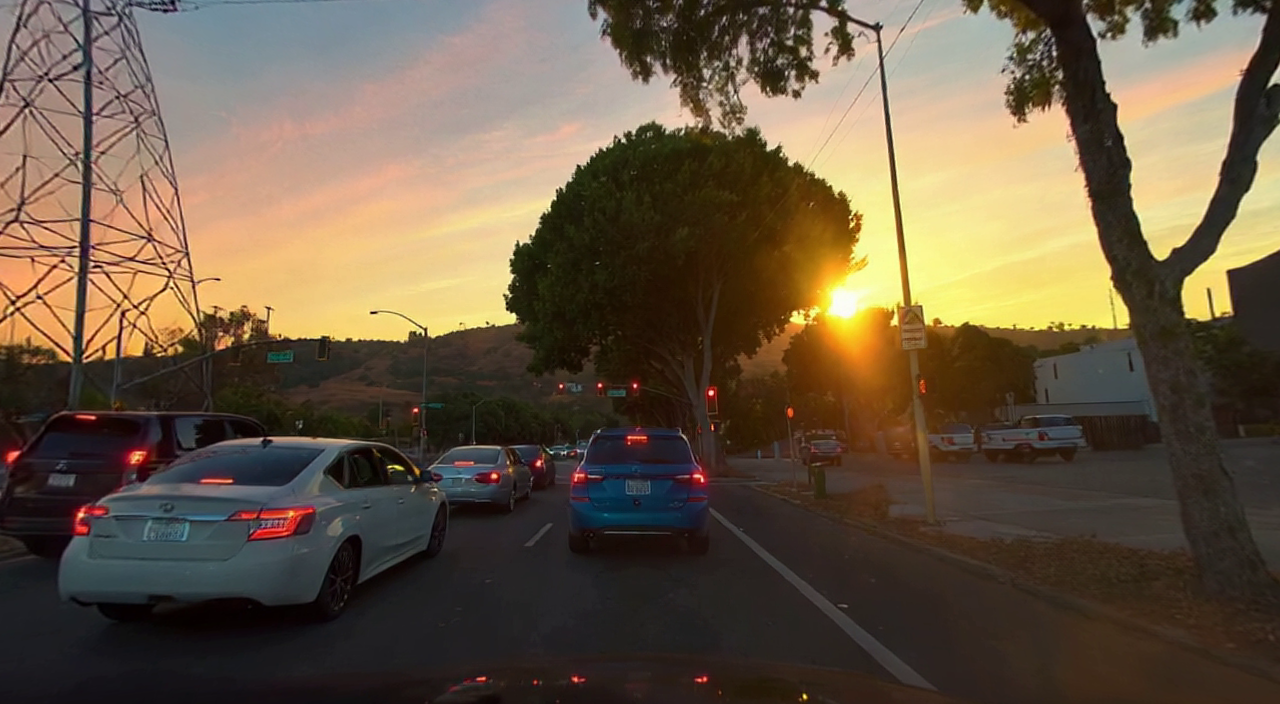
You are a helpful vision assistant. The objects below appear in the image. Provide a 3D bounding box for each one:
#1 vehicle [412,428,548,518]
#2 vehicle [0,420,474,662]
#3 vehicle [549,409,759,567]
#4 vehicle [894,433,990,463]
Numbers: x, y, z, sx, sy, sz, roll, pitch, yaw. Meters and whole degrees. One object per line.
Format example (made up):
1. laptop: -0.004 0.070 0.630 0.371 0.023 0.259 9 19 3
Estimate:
1. vehicle: -3.252 2.523 13.661 1.997 1.636 3.760 0 -8 -1
2. vehicle: -3.166 1.493 6.189 1.973 1.469 4.448 0 -8 -1
3. vehicle: 0.086 1.759 8.922 2.239 1.661 4.224 0 -8 -2
4. vehicle: 15.092 4.807 31.696 3.858 1.437 1.899 0 -8 -4
